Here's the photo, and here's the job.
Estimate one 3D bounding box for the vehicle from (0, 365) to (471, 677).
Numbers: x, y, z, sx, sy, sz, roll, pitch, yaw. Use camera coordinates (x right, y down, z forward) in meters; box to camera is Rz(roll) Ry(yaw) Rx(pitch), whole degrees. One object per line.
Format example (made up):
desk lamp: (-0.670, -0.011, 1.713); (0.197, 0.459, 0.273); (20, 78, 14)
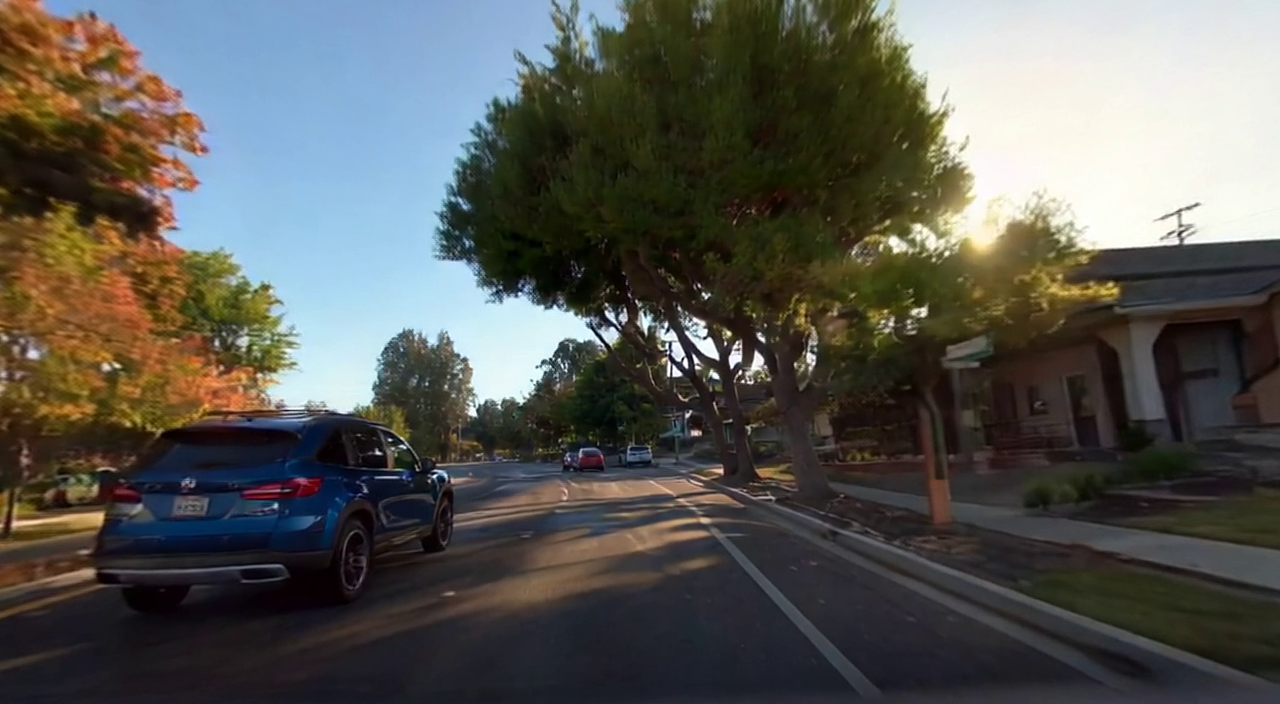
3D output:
vehicle: (-3.693, 1.465, 6.846); (2.276, 1.960, 5.561); (0, -8, -1)

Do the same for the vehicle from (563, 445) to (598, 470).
vehicle: (-4.178, 7.514, 45.100); (2.002, 1.688, 4.084); (0, -8, 1)

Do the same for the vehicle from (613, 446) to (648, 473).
vehicle: (-0.577, 6.413, 37.870); (2.016, 1.470, 3.784); (0, -8, -1)
